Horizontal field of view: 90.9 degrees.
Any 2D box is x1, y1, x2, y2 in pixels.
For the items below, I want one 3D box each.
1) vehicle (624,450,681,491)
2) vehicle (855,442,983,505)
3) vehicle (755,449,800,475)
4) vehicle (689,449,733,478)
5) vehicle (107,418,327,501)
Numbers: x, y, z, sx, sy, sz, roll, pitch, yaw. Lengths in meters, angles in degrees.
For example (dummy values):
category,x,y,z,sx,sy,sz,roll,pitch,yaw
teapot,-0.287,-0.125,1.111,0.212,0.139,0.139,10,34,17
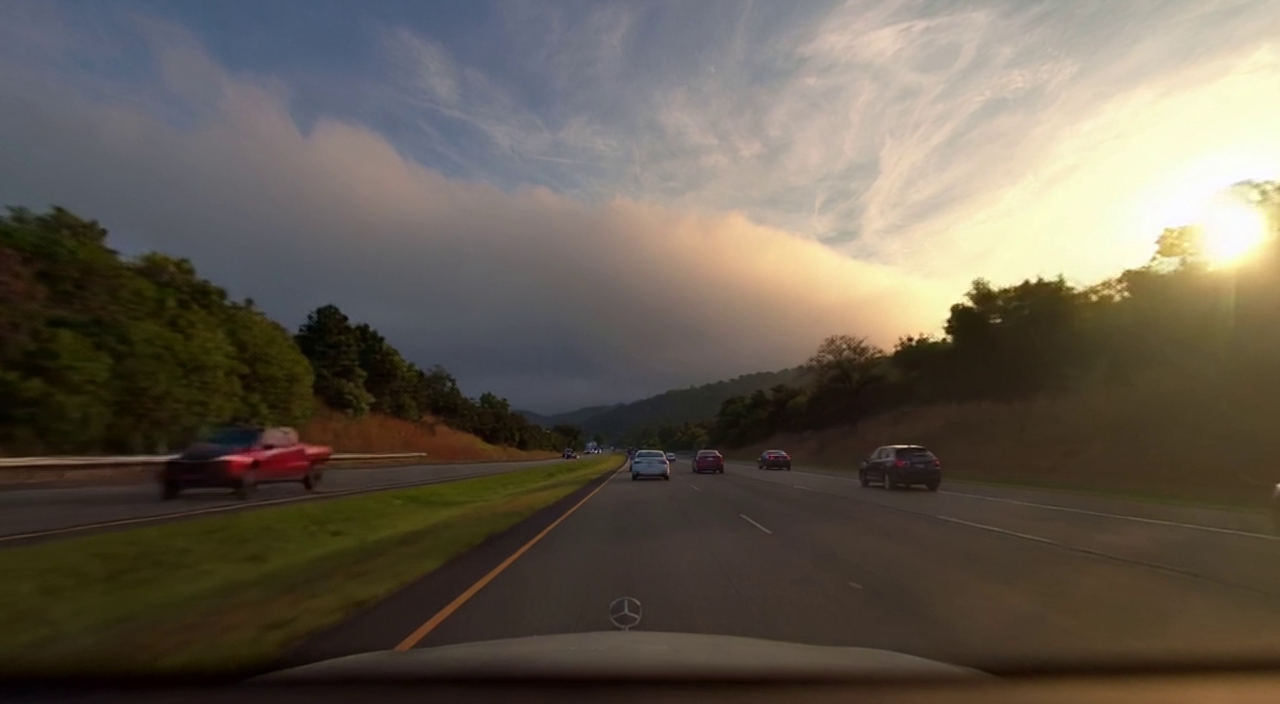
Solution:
category,x,y,z,sx,sy,sz,roll,pitch,yaw
vehicle,0.438,4.514,24.339,2.020,1.426,3.702,0,-9,0
vehicle,7.786,3.404,18.023,1.847,1.554,3.752,0,-9,-1
vehicle,8.786,7.023,40.484,1.957,1.594,3.632,0,-9,-1
vehicle,4.059,6.418,36.537,1.981,1.518,4.029,0,-9,-1
vehicle,-9.308,2.425,14.444,2.037,1.589,4.257,0,-9,1
